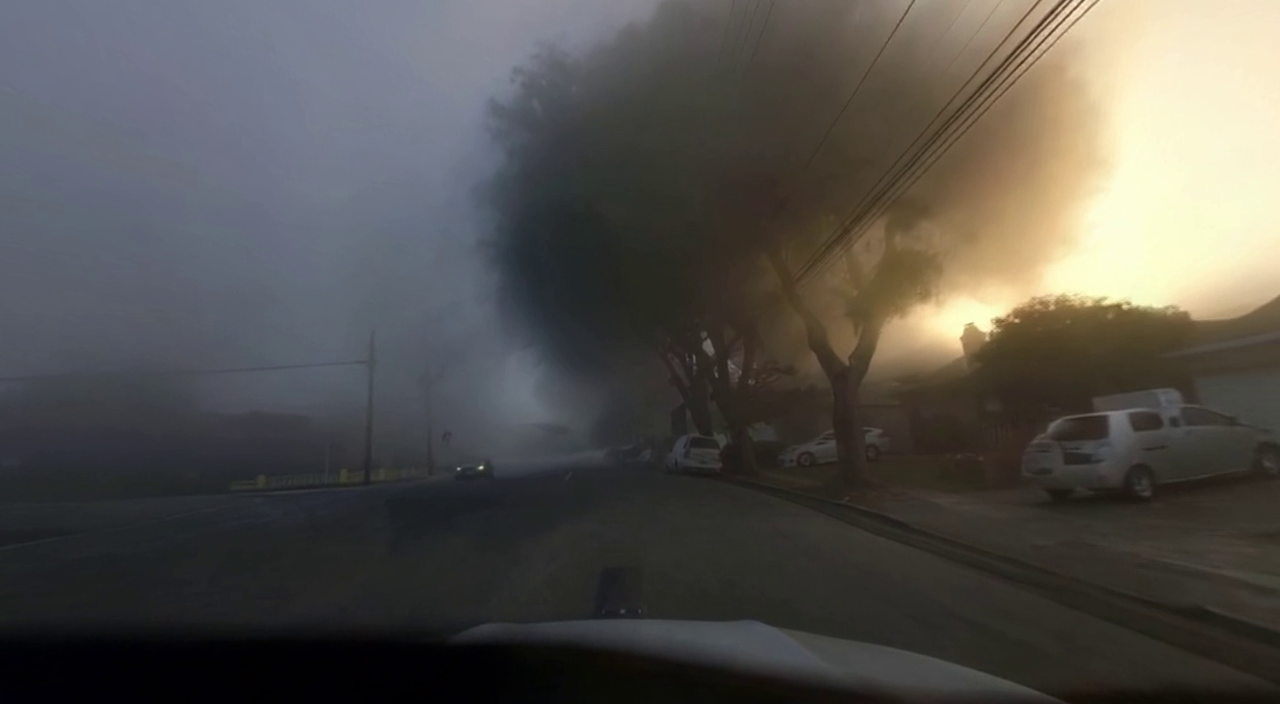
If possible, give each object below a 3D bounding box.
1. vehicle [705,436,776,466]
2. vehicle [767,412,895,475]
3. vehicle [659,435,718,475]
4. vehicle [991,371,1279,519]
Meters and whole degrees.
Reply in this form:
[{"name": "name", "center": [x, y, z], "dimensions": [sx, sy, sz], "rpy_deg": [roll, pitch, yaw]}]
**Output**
[{"name": "vehicle", "center": [7.195, 7.121, 45.755], "dimensions": [4.666, 1.655, 2.169], "rpy_deg": [-6, -8, 1]}, {"name": "vehicle", "center": [8.419, 4.079, 28.225], "dimensions": [4.801, 2.139, 2.164], "rpy_deg": [-6, -7, -3]}, {"name": "vehicle", "center": [2.490, 5.474, 33.742], "dimensions": [2.214, 1.962, 4.733], "rpy_deg": [1, -9, -7]}, {"name": "vehicle", "center": [9.409, 1.504, 11.080], "dimensions": [5.072, 1.909, 2.237], "rpy_deg": [-6, -7, -5]}]
